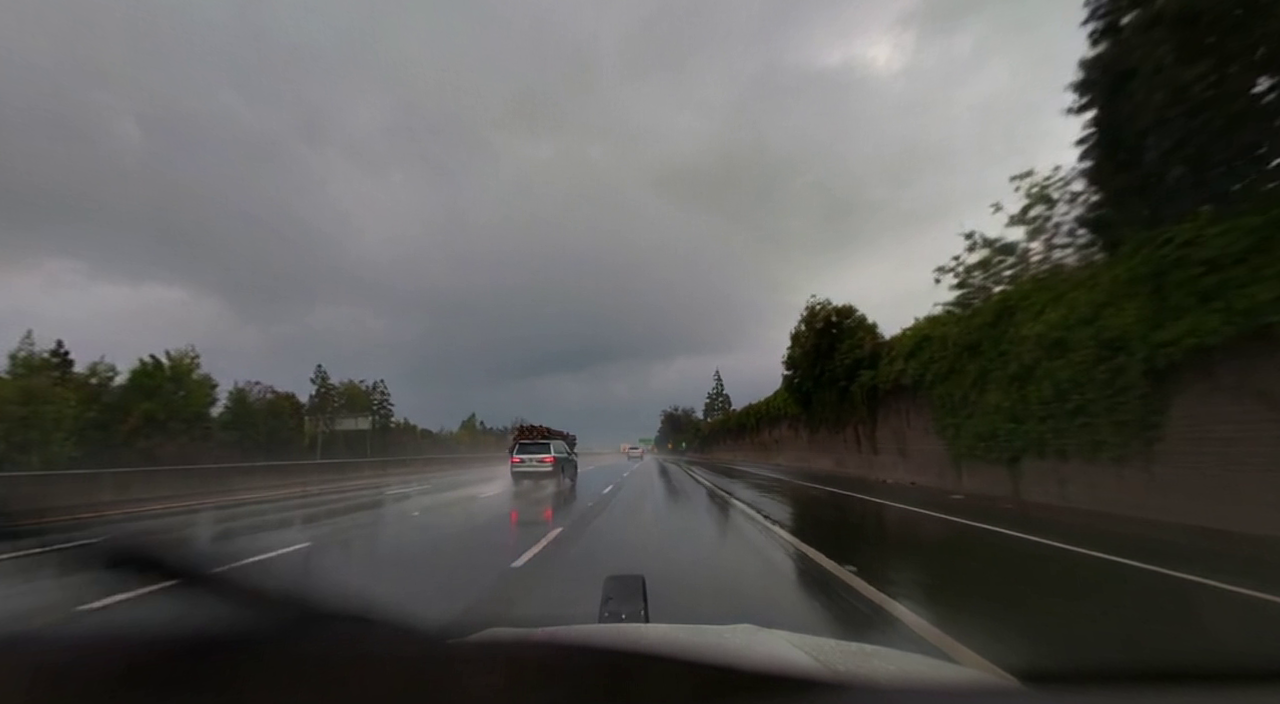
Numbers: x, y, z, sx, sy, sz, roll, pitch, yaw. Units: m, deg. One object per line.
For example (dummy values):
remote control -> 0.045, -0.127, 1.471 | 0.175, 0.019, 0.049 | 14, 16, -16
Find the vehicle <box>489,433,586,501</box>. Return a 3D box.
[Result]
vehicle -> -2.953, 3.434, 19.268 | 2.114, 1.787, 4.365 | 0, -8, 2
